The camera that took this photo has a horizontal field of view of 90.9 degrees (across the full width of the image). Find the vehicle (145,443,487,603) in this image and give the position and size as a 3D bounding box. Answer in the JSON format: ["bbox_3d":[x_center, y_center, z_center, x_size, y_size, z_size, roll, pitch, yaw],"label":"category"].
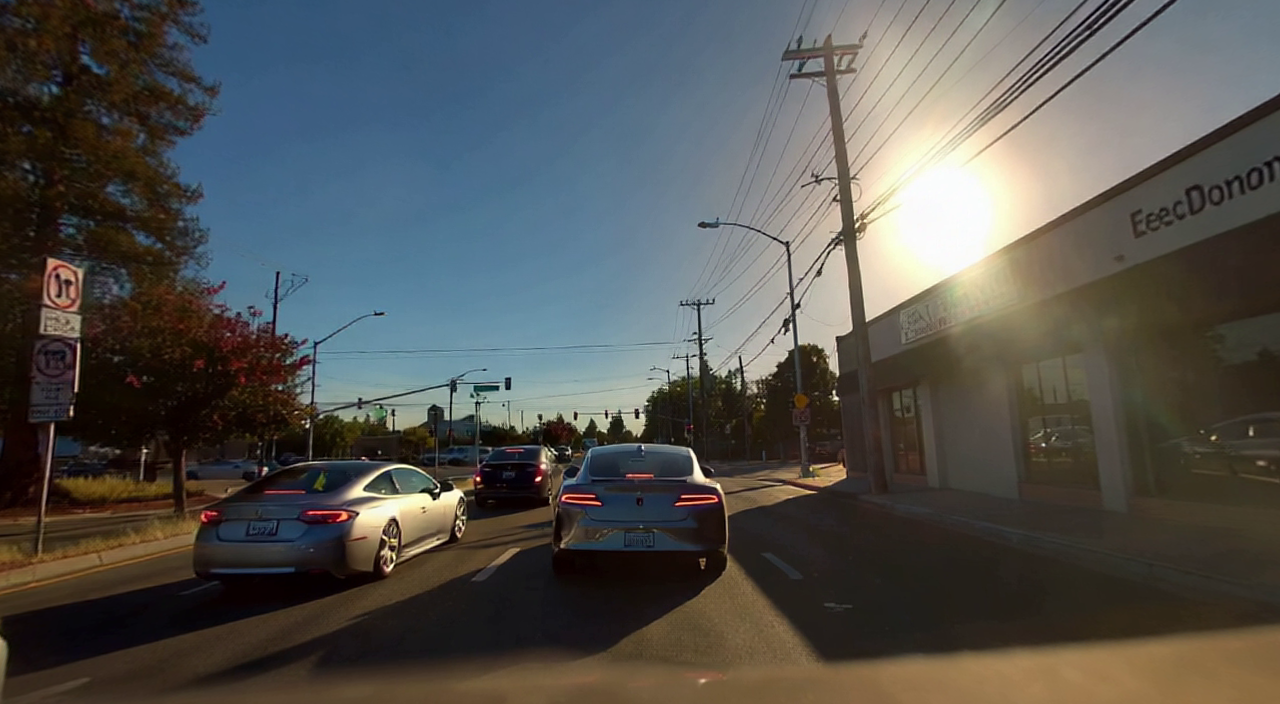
[{"bbox_3d":[-3.222,1.744,7.352,1.765,1.319,4.013,0,-9,2],"label":"vehicle"}]

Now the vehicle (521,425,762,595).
[{"bbox_3d":[0.001,1.681,7.547,2.101,1.469,3.955,0,-9,0],"label":"vehicle"}]
